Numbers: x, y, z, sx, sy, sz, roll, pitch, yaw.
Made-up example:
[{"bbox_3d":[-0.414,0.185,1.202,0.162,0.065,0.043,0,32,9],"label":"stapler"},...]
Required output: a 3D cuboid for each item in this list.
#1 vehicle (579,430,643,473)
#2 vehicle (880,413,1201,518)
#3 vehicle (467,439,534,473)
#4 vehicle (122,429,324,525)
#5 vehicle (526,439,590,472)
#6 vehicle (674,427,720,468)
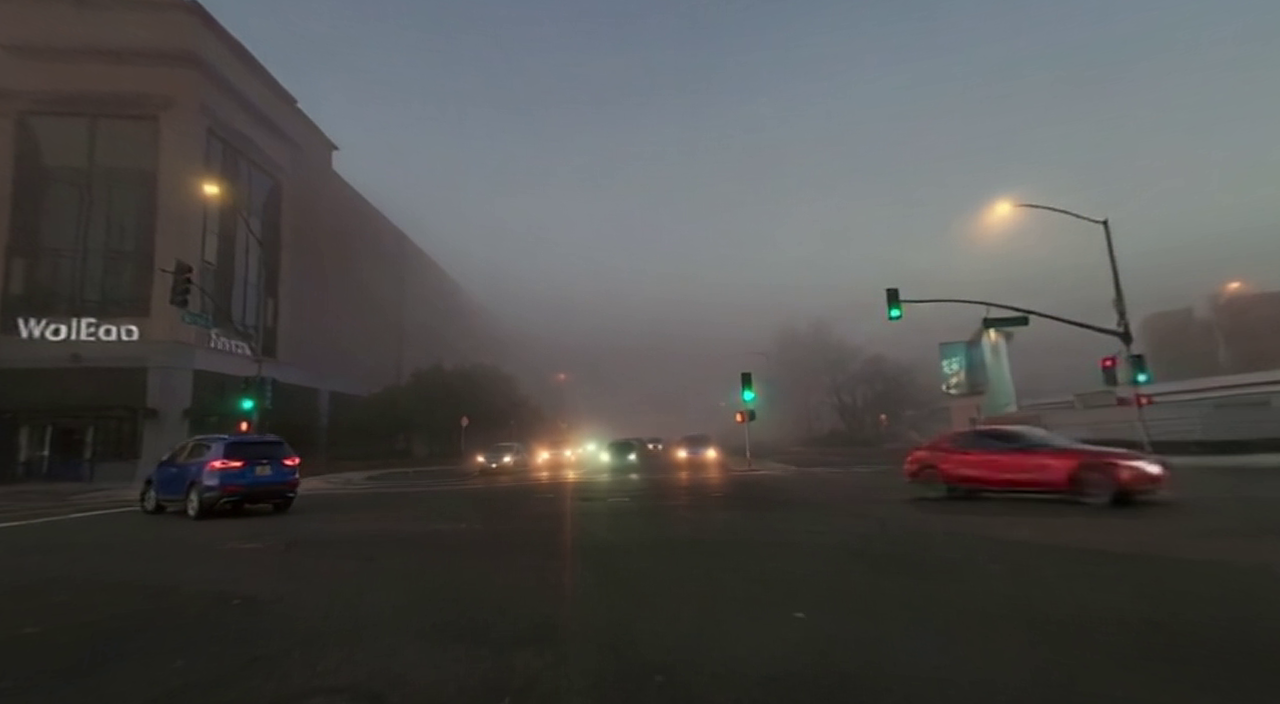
[{"bbox_3d":[-1.238,4.551,29.072,2.162,1.788,4.602,-2,-8,8],"label":"vehicle"},{"bbox_3d":[7.474,2.114,12.315,2.142,1.607,4.733,6,-10,-38],"label":"vehicle"},{"bbox_3d":[-7.179,5.369,32.987,2.005,1.596,4.342,-2,-8,8],"label":"vehicle"},{"bbox_3d":[-9.272,2.640,13.967,4.445,1.762,2.238,-7,-10,36],"label":"vehicle"},{"bbox_3d":[-4.058,5.170,31.877,2.163,1.529,4.210,-2,-8,8],"label":"vehicle"},{"bbox_3d":[2.943,4.893,32.588,2.160,1.948,4.784,-1,-8,6],"label":"vehicle"}]
